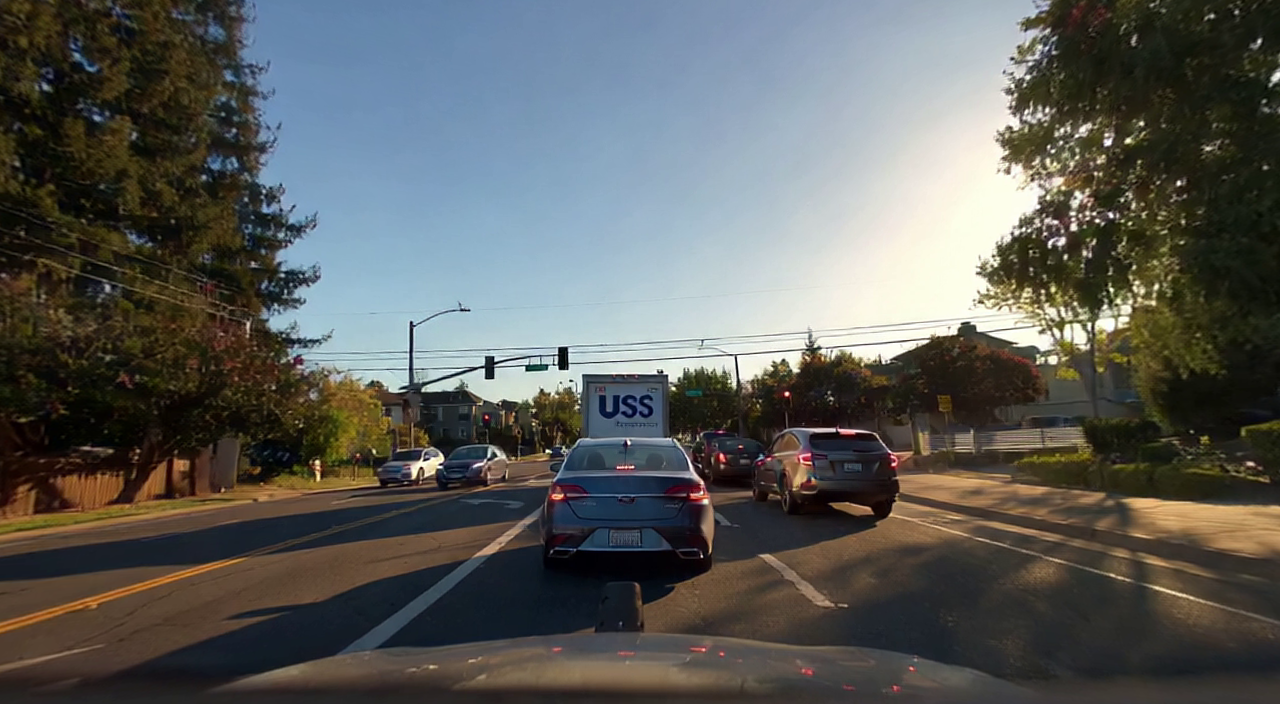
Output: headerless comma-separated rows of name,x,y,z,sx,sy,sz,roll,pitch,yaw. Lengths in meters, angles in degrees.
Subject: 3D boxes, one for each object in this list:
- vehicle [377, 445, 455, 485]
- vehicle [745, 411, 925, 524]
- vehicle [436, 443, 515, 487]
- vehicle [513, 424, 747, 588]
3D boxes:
vehicle,-9.935,5.012,28.426,1.955,1.658,4.490,0,-8,-1
vehicle,3.597,2.240,12.758,2.145,1.847,4.524,0,-8,0
vehicle,-6.227,4.296,24.488,1.800,1.520,4.691,0,-8,0
vehicle,-0.146,1.720,7.945,2.135,1.483,4.207,0,-8,-2
